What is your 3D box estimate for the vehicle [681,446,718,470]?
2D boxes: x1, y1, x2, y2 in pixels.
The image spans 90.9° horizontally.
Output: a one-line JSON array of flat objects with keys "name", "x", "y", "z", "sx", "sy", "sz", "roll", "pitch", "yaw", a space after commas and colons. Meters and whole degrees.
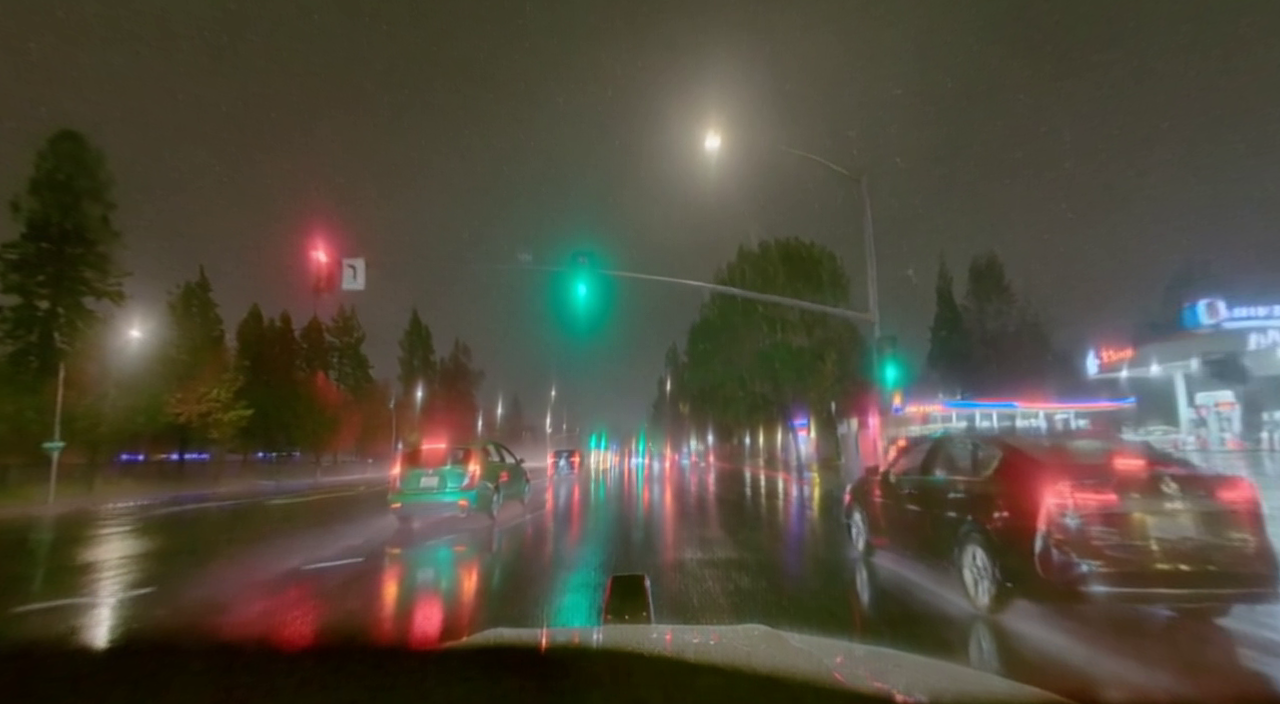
[{"name": "vehicle", "x": 3.858, "y": 6.945, "z": 41.489, "sx": 1.920, "sy": 1.479, "sz": 4.548, "roll": 0, "pitch": -8, "yaw": -1}]

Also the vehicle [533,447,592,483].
[{"name": "vehicle", "x": -3.372, "y": 5.022, "z": 28.269, "sx": 1.995, "sy": 1.436, "sz": 4.500, "roll": 0, "pitch": -8, "yaw": 1}]

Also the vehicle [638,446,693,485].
[{"name": "vehicle", "x": 0.942, "y": 4.517, "z": 25.394, "sx": 1.994, "sy": 1.433, "sz": 3.894, "roll": 0, "pitch": -8, "yaw": 0}]

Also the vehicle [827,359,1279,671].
[{"name": "vehicle", "x": 3.482, "y": 1.273, "z": 6.019, "sx": 1.992, "sy": 1.805, "sz": 4.549, "roll": 0, "pitch": -8, "yaw": 0}]

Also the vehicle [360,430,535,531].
[{"name": "vehicle", "x": -3.671, "y": 2.541, "z": 13.182, "sx": 2.023, "sy": 1.687, "sz": 4.874, "roll": -1, "pitch": -8, "yaw": 1}]
